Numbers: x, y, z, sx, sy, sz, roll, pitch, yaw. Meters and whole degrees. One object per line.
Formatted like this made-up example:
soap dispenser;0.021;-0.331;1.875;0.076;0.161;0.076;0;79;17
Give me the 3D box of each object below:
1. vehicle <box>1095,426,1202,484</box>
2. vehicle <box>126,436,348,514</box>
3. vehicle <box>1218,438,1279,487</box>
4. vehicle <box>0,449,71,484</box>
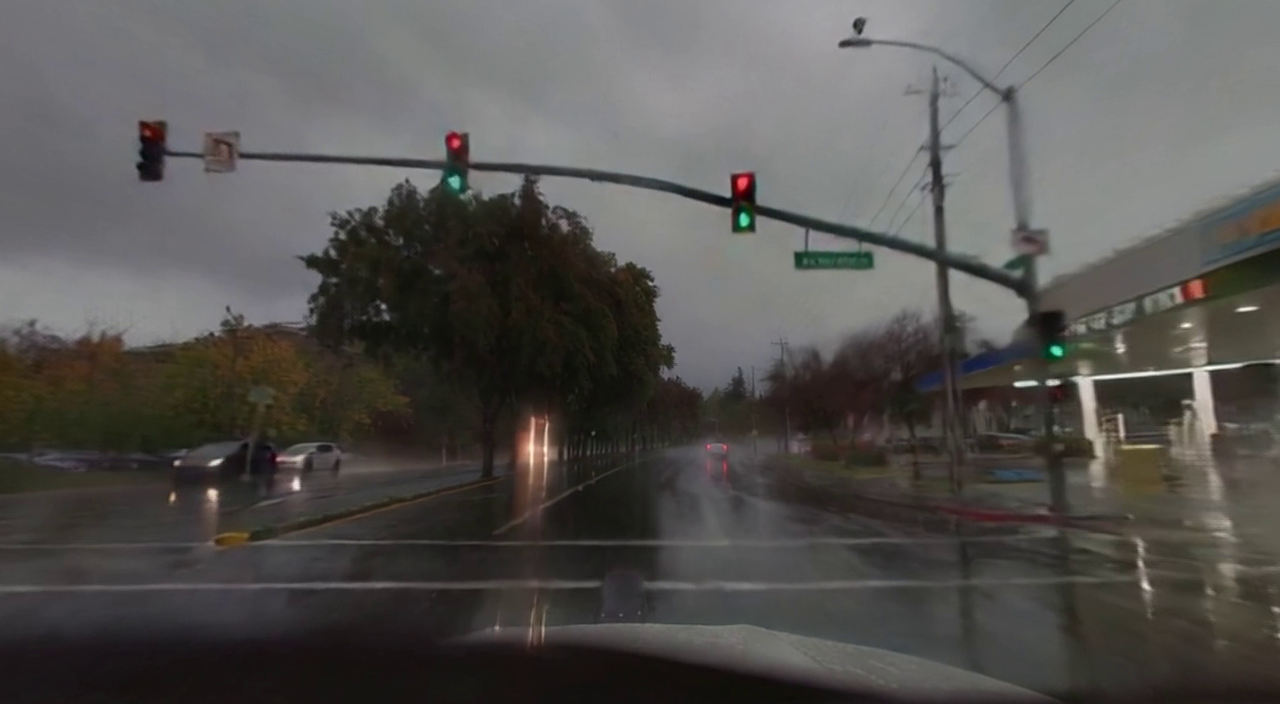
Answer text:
vehicle;17.801;3.568;22.028;4.601;1.766;2.015;7;-14;-42
vehicle;-9.033;2.793;14.791;2.023;1.498;4.605;-1;-9;2
vehicle;20.177;3.570;20.151;4.553;1.371;2.019;11;-17;-42
vehicle;-32.238;5.776;32.031;4.820;1.694;2.101;-1;-9;4
